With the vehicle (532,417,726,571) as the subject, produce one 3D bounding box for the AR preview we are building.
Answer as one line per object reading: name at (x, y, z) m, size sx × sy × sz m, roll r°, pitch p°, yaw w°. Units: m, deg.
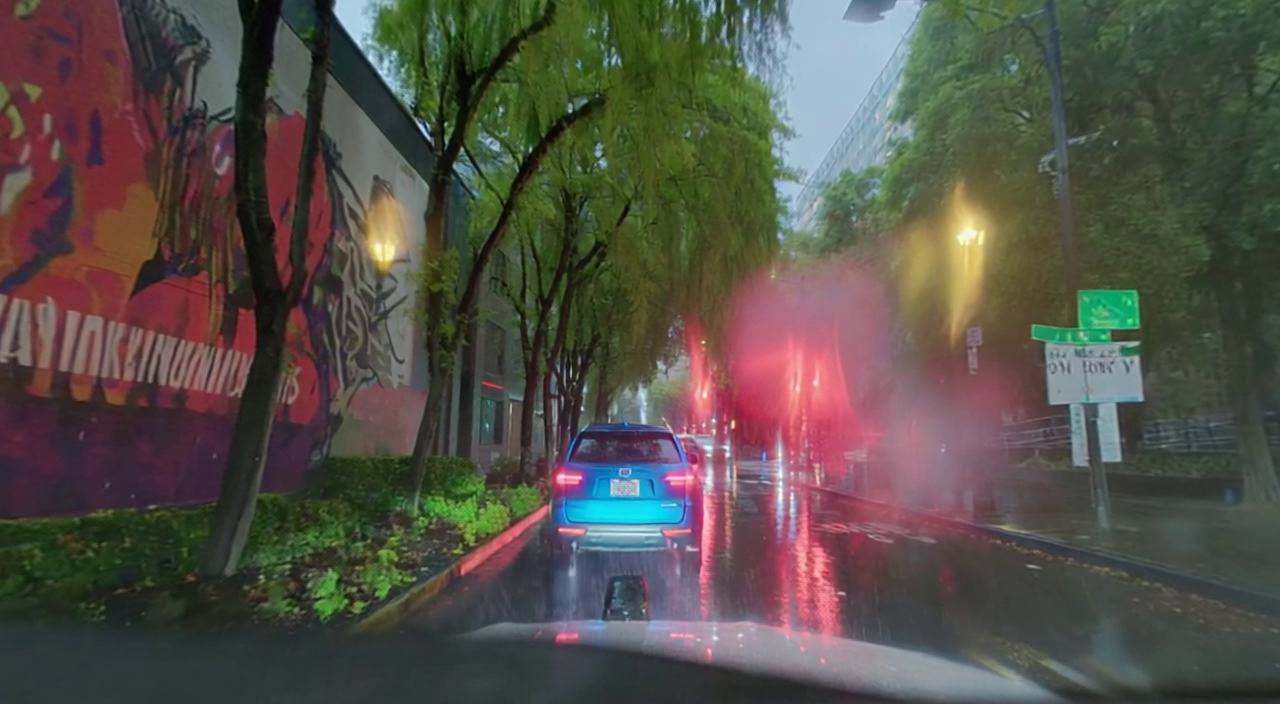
vehicle at (-0.133, 1.818, 8.779) m, size 2.079 × 1.621 × 3.861 m, roll 0°, pitch -8°, yaw -1°
